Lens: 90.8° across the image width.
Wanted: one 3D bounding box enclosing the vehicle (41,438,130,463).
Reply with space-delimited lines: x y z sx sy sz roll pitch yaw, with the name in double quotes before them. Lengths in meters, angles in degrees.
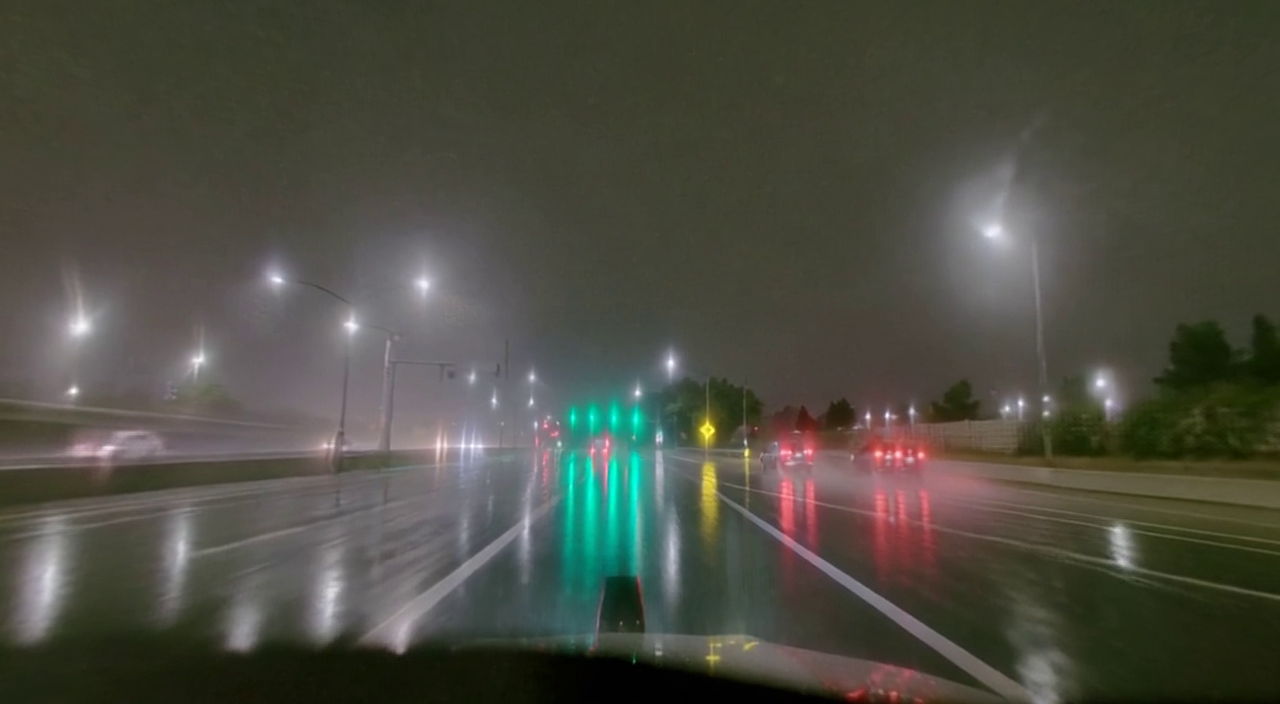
"vehicle" -33.688 5.992 38.544 1.826 1.434 4.032 0 -8 -2
